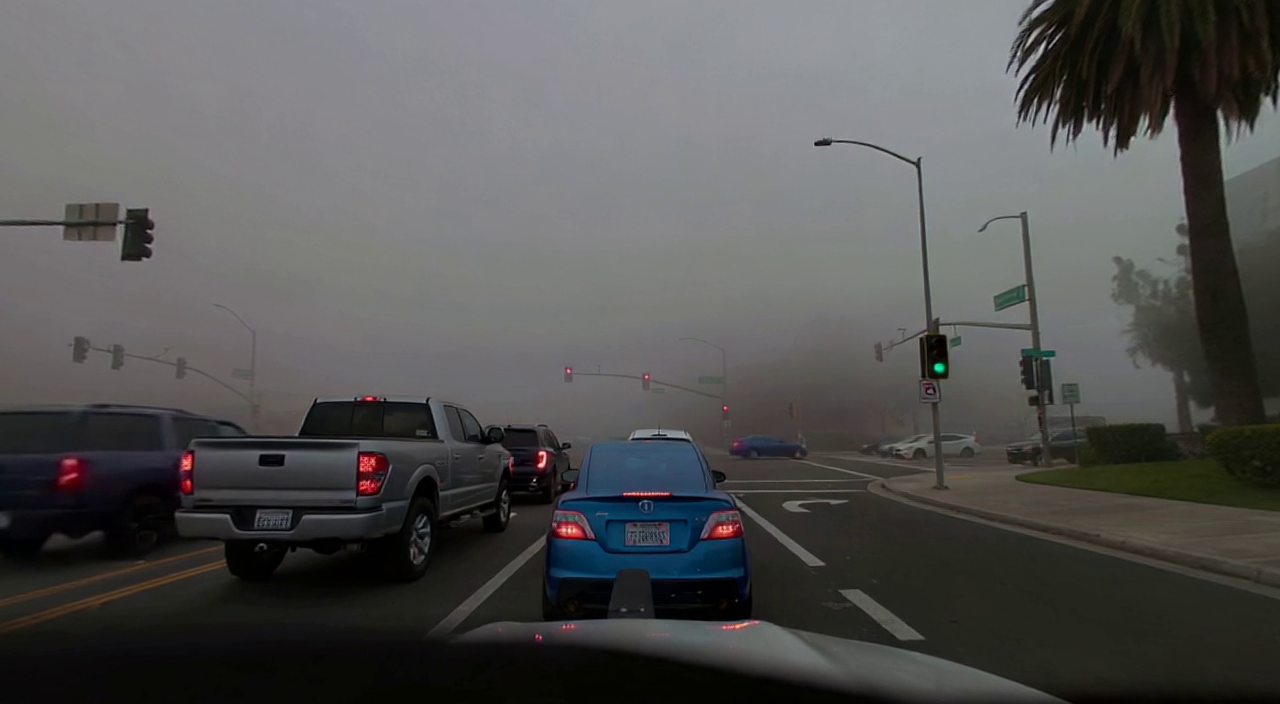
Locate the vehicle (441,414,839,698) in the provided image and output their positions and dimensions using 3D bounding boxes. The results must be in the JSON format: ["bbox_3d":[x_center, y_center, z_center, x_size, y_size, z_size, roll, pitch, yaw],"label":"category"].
[{"bbox_3d":[0.033,1.399,5.511,2.122,1.501,4.152,0,-8,1],"label":"vehicle"}]

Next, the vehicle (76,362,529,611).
[{"bbox_3d":[-3.227,1.481,7.912,2.330,1.969,5.626,-1,-8,3],"label":"vehicle"}]

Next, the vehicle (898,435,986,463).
[{"bbox_3d":[18.838,6.074,39.295,4.466,1.717,1.963,0,-8,2],"label":"vehicle"}]
